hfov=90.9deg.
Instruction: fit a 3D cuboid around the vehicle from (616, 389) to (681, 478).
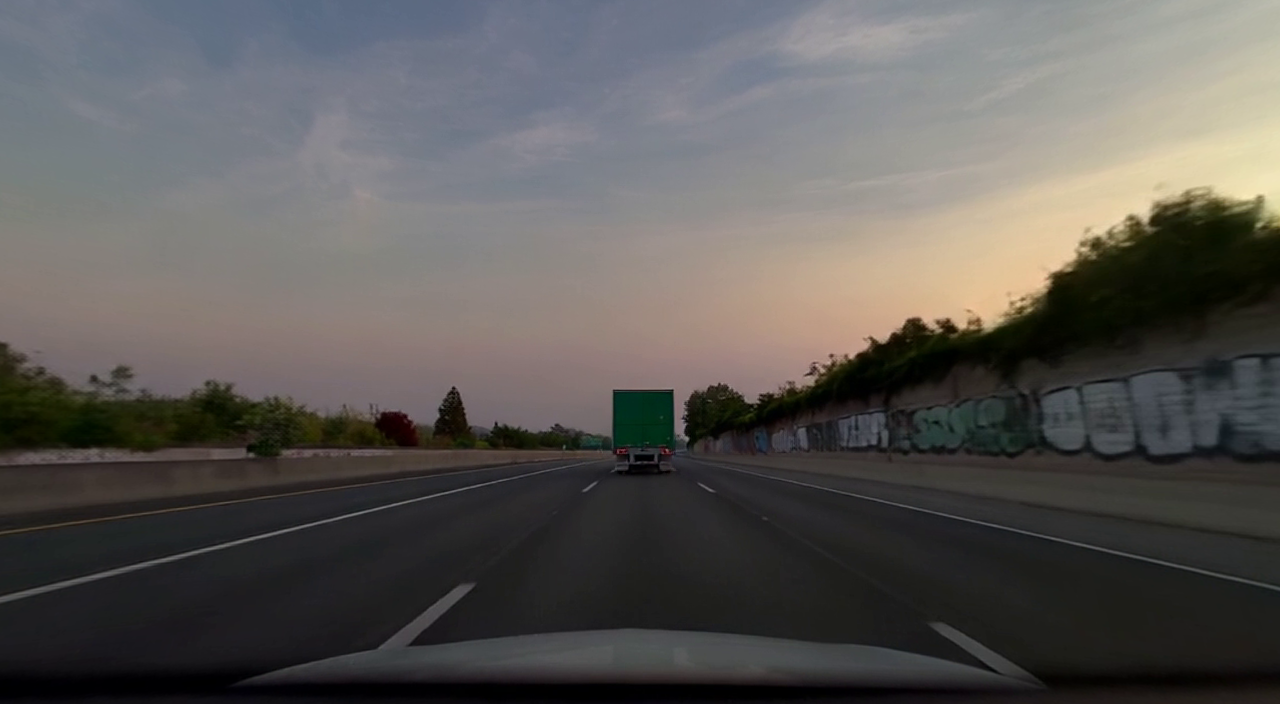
[{"bbox_3d":[0.306,4.429,33.335,2.900,3.955,10.151,0,-9,-1],"label":"vehicle"}]
